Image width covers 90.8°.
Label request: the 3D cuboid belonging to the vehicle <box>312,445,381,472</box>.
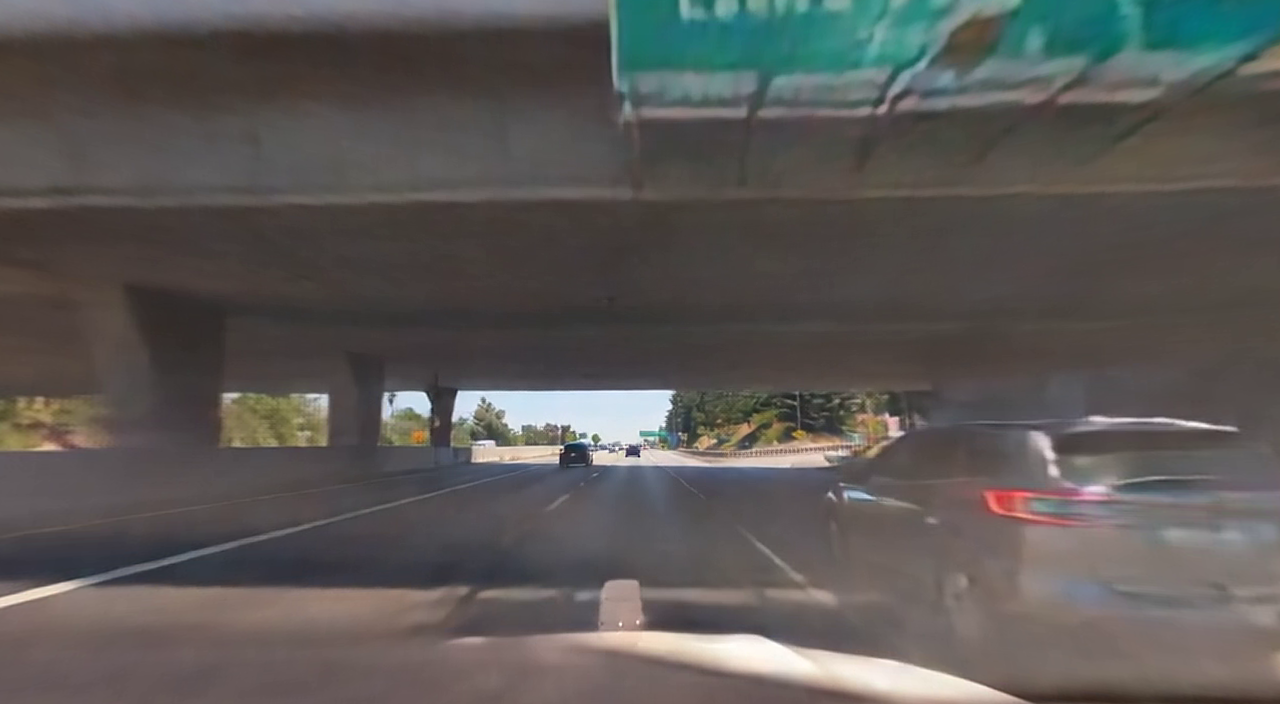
[{"bbox_3d":[-17.564,6.371,38.018,1.856,1.517,4.629,0,-8,1],"label":"vehicle"}]
